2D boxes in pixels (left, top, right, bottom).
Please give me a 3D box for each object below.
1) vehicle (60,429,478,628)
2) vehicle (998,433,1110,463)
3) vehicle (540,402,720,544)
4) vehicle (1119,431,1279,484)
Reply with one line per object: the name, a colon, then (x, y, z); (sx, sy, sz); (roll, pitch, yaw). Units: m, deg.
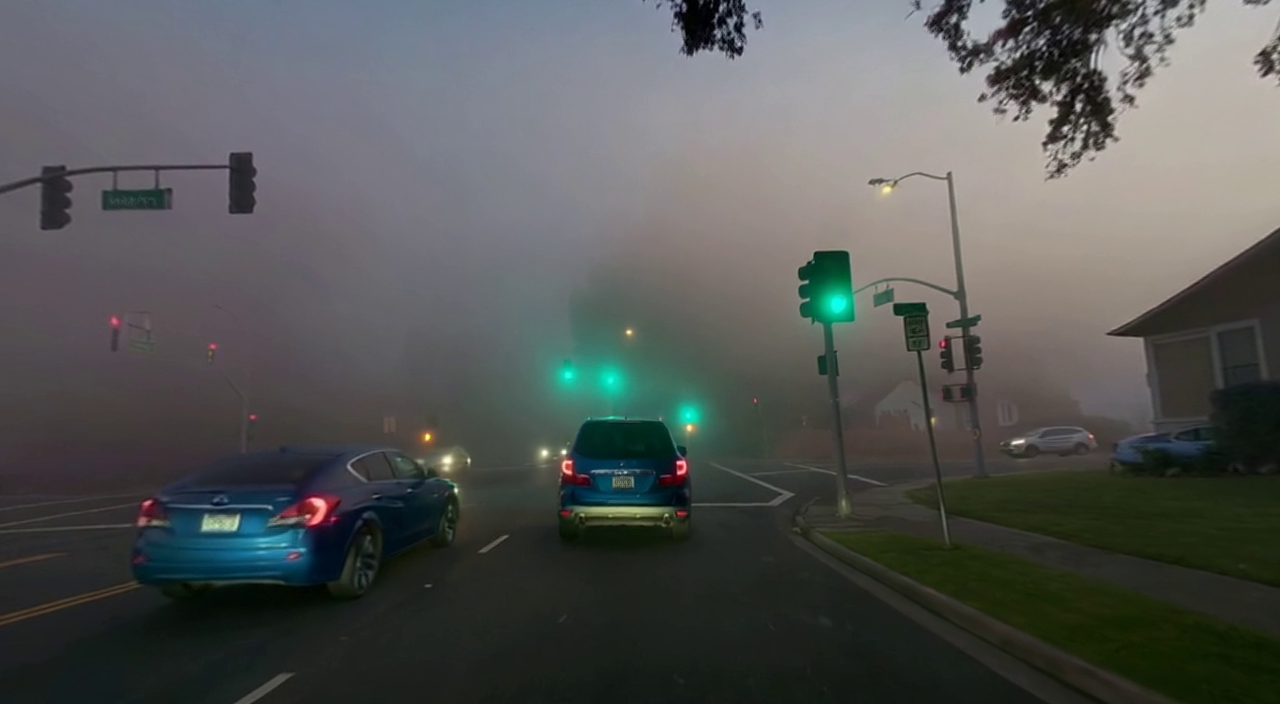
vehicle: (-3.330, 1.643, 6.944); (1.934, 1.459, 4.368); (0, -8, 0)
vehicle: (21.357, 4.983, 32.780); (4.353, 1.431, 1.876); (-2, -9, 14)
vehicle: (-0.182, 1.957, 10.850); (2.396, 1.881, 4.606); (0, -8, -1)
vehicle: (17.237, 3.048, 18.433); (4.715, 1.439, 1.874); (-2, -9, 14)
